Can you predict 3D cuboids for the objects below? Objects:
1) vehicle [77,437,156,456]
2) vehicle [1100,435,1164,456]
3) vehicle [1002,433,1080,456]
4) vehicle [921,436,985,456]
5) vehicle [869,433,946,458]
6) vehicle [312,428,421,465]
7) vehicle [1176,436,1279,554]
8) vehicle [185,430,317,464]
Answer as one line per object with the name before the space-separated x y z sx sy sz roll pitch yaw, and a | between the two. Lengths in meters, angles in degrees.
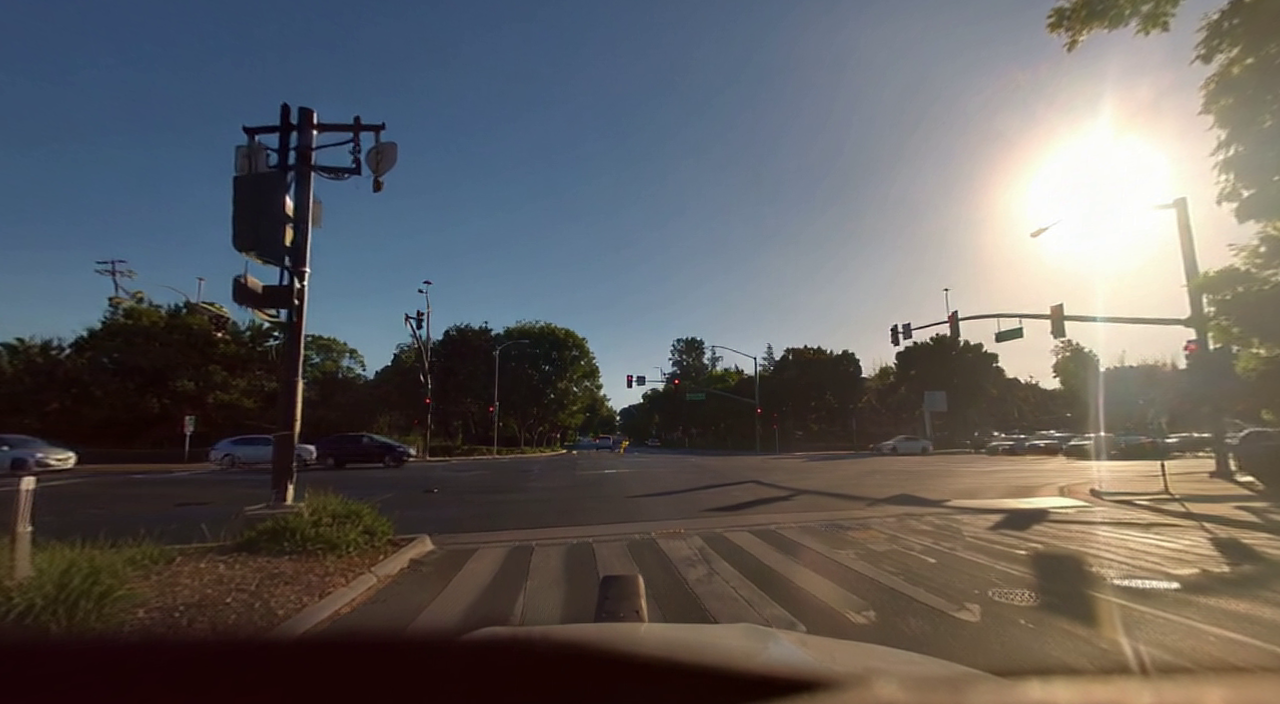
vehicle | -40.559 7.327 48.992 4.345 1.426 1.722 1 -9 -8
vehicle | 36.775 6.998 47.227 4.533 1.471 1.772 4 -9 -24
vehicle | 27.868 6.444 43.899 4.481 1.561 2.001 3 -9 -16
vehicle | 24.095 7.220 48.585 4.352 1.456 1.794 3 -9 -19
vehicle | 16.676 5.857 39.358 4.516 1.468 1.962 4 -10 -27
vehicle | -12.382 4.289 28.680 4.331 1.544 1.896 4 -9 -26
vehicle | 9.234 1.759 7.265 1.993 1.505 4.721 3 -9 -1
vehicle | -17.836 4.411 29.310 4.912 1.485 1.922 4 -9 -24
